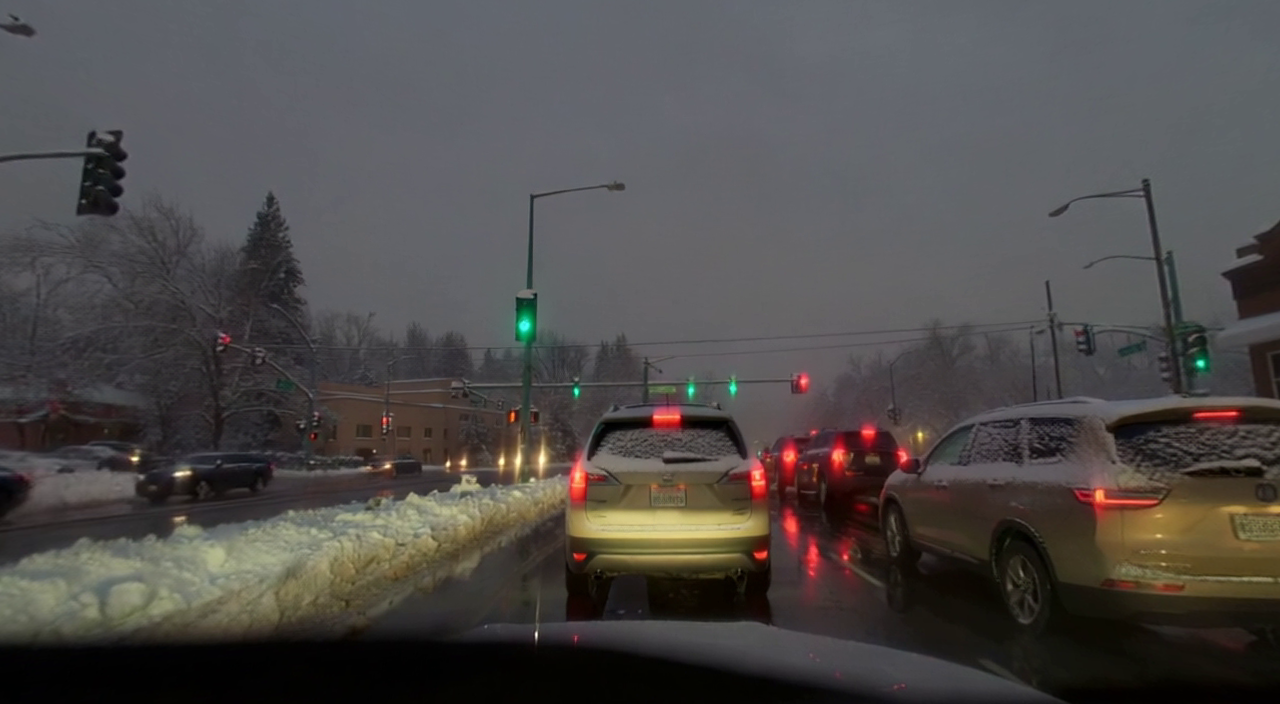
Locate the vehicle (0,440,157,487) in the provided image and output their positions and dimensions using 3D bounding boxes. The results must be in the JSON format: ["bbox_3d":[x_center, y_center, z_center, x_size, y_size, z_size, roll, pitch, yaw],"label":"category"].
[{"bbox_3d":[-24.584,4.840,27.551,5.062,1.946,2.243,0,-9,-1],"label":"vehicle"}]

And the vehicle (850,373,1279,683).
[{"bbox_3d":[3.576,1.286,5.695,2.018,1.701,4.288,0,-9,2],"label":"vehicle"}]

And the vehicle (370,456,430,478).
[{"bbox_3d":[-17.314,8.308,45.800,1.864,1.444,4.255,-2,-9,14],"label":"vehicle"}]

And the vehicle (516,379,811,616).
[{"bbox_3d":[0.227,1.465,7.224,2.292,1.840,4.394,0,-9,1],"label":"vehicle"}]

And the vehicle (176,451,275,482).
[{"bbox_3d":[-25.116,6.917,38.520,4.744,1.739,2.089,4,-10,-28],"label":"vehicle"}]
